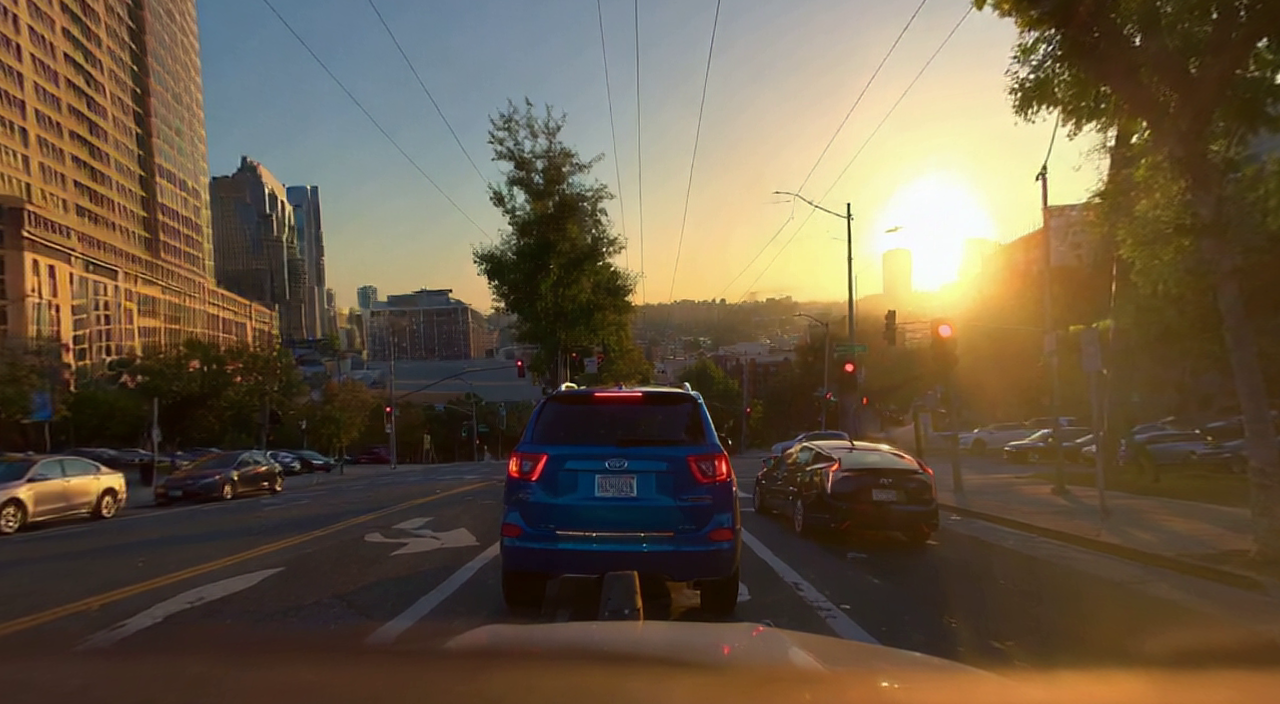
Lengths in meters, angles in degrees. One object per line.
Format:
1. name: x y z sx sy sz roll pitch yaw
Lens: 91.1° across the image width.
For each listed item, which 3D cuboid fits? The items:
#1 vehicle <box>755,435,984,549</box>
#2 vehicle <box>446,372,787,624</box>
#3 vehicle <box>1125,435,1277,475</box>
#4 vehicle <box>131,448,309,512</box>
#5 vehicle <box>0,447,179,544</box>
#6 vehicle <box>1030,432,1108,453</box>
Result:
1. vehicle: 3.295 2.083 10.073 2.056 1.422 4.130 0 -8 -1
2. vehicle: -0.160 1.368 6.767 2.453 1.816 4.300 0 -8 0
3. vehicle: 22.130 4.055 24.986 4.055 1.469 1.848 -4 -9 26
4. vehicle: -12.460 3.782 19.135 2.207 1.648 4.675 0 -8 -1
5. vehicle: -12.535 2.915 13.464 1.891 1.723 4.360 0 -8 1
6. vehicle: 33.505 7.070 49.047 5.224 1.515 2.164 3 -9 -18
